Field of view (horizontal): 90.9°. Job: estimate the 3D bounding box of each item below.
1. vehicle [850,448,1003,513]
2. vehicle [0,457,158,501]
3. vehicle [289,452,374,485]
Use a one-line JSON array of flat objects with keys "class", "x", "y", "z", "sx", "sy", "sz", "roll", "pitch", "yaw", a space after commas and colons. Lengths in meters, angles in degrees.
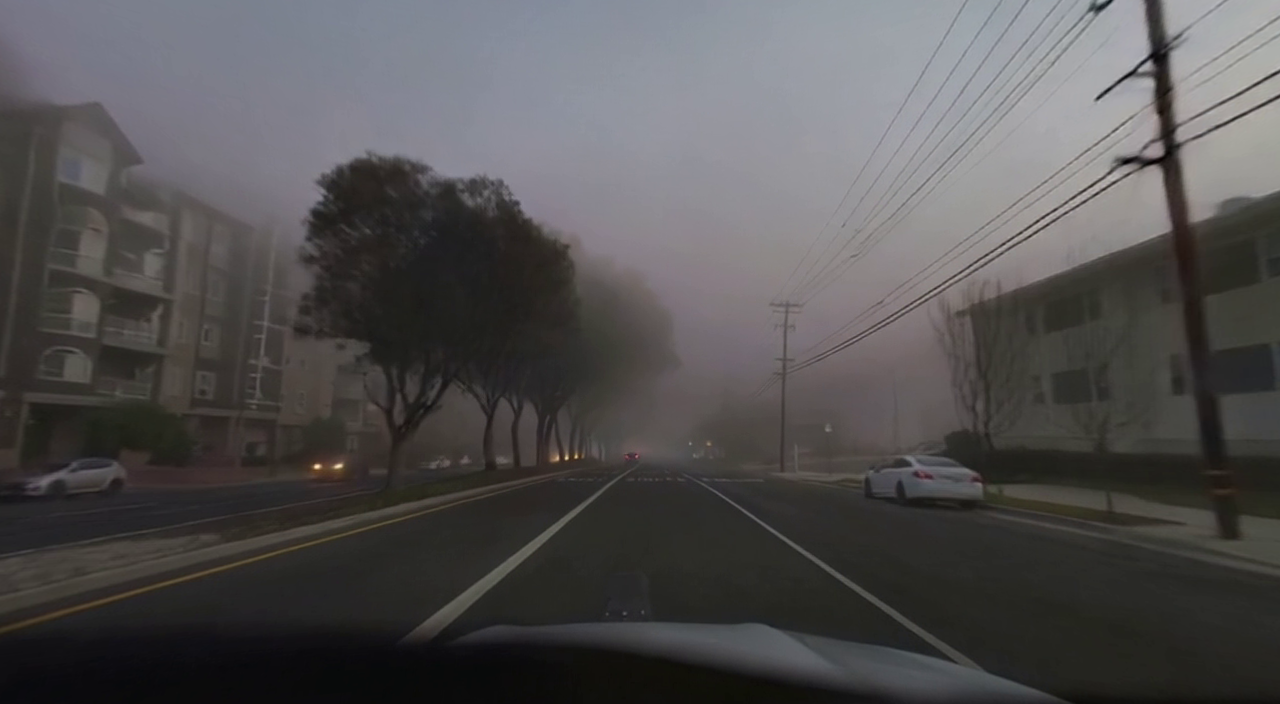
[{"class": "vehicle", "x": 7.438, "y": 3.342, "z": 16.987, "sx": 1.986, "sy": 1.467, "sz": 4.412, "roll": 0, "pitch": -8, "yaw": -1}, {"class": "vehicle", "x": -22.057, "y": 4.973, "z": 25.096, "sx": 1.906, "sy": 1.487, "sz": 4.773, "roll": 0, "pitch": -8, "yaw": 1}, {"class": "vehicle", "x": -15.309, "y": 5.786, "z": 31.596, "sx": 1.873, "sy": 1.469, "sz": 4.442, "roll": 0, "pitch": -8, "yaw": 2}]
